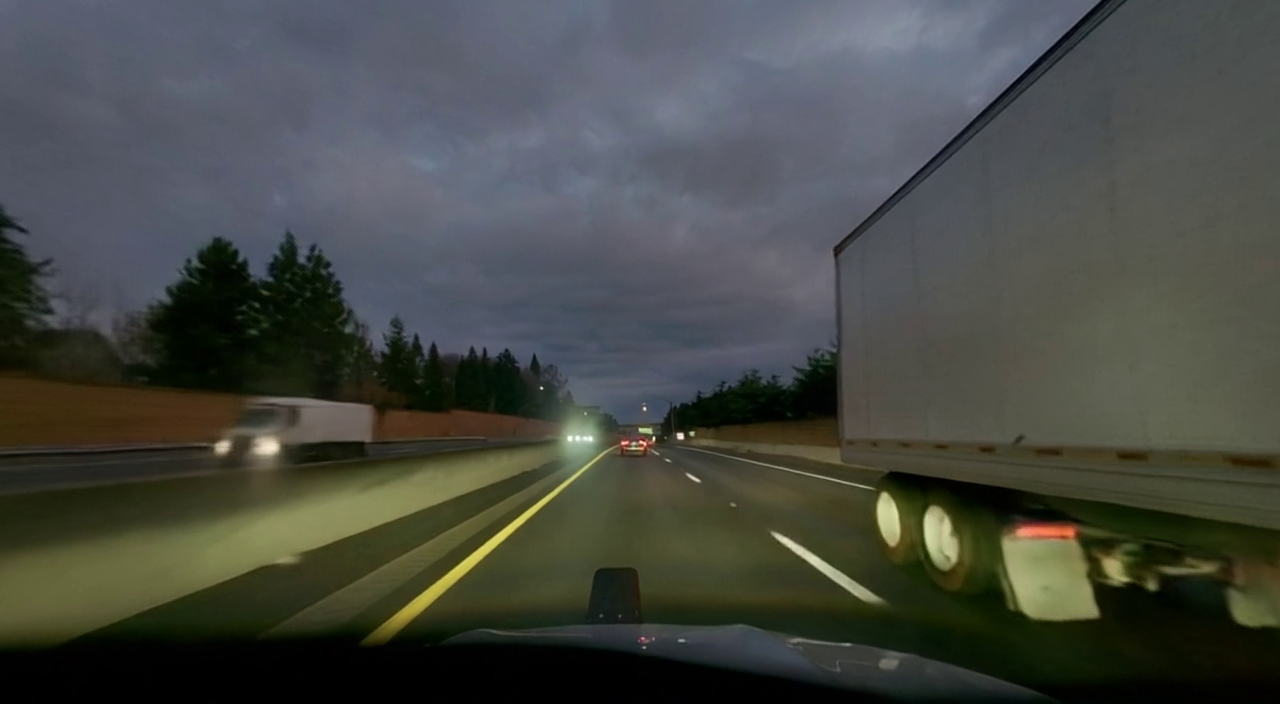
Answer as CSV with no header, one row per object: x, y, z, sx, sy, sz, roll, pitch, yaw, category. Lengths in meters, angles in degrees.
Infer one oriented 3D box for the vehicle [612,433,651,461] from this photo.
-0.480,5.362,35.782,2.119,1.480,4.000,0,-8,-1,vehicle

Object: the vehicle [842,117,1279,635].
4.222,0.289,6.575,3.009,4.109,3.167,0,-8,0,vehicle

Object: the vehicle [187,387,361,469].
-12.776,2.797,22.793,2.332,2.493,6.723,0,-8,-1,vehicle
